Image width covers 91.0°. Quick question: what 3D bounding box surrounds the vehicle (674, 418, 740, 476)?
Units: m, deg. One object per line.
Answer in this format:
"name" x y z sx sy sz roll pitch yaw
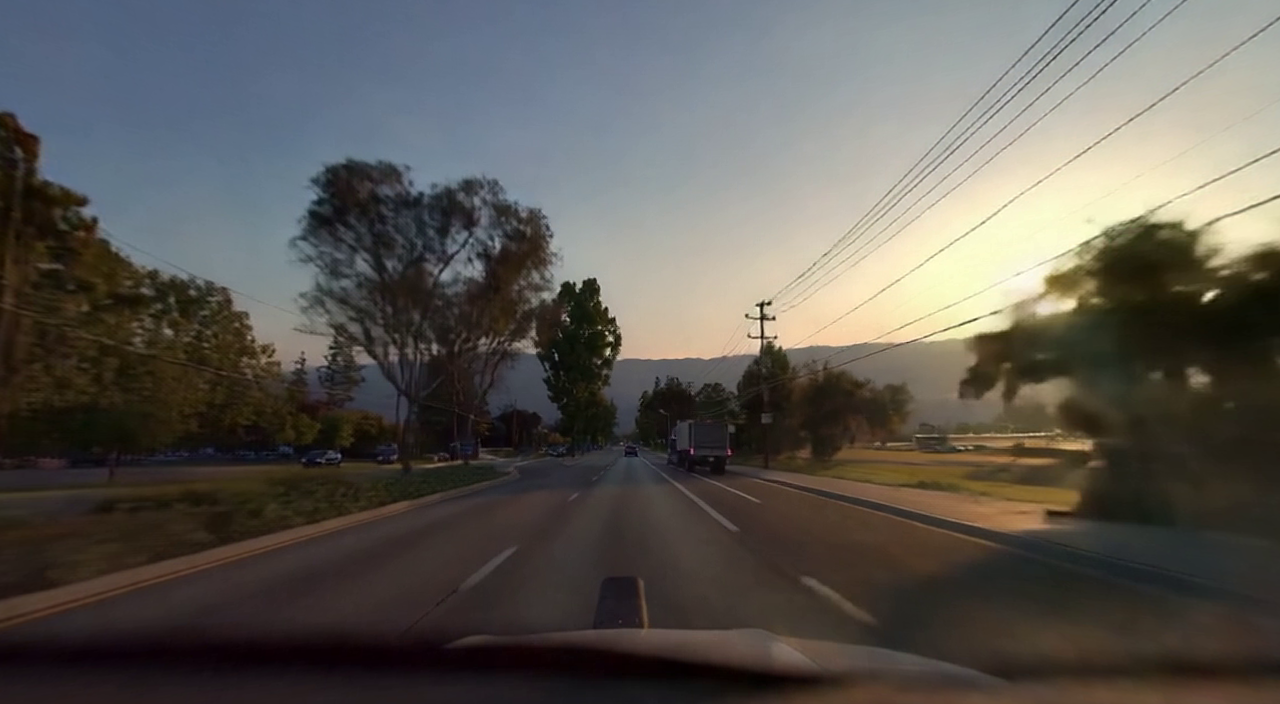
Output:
"vehicle" 3.514 5.272 34.943 2.706 2.880 7.117 0 -8 -2
